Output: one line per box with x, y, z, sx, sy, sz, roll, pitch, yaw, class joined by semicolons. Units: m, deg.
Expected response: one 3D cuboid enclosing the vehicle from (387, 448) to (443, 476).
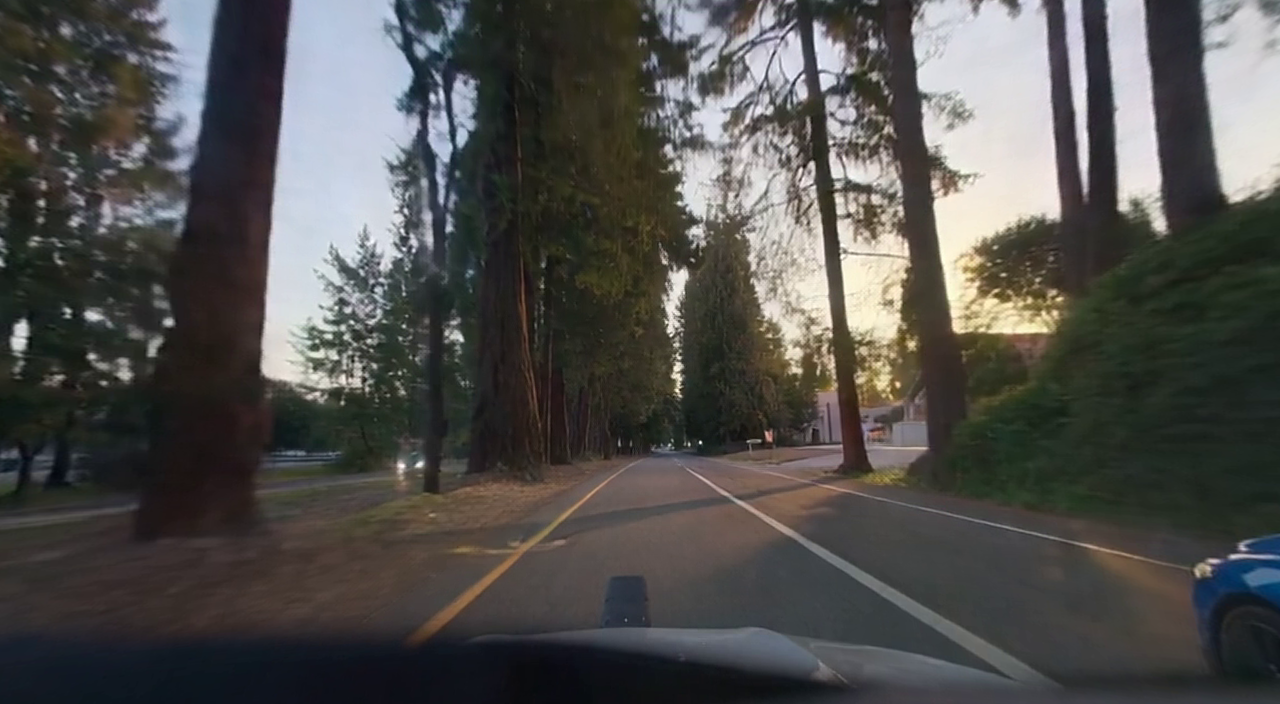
-15.475;7.602;43.728;2.010;1.801;4.777;0;-9;1;vehicle
